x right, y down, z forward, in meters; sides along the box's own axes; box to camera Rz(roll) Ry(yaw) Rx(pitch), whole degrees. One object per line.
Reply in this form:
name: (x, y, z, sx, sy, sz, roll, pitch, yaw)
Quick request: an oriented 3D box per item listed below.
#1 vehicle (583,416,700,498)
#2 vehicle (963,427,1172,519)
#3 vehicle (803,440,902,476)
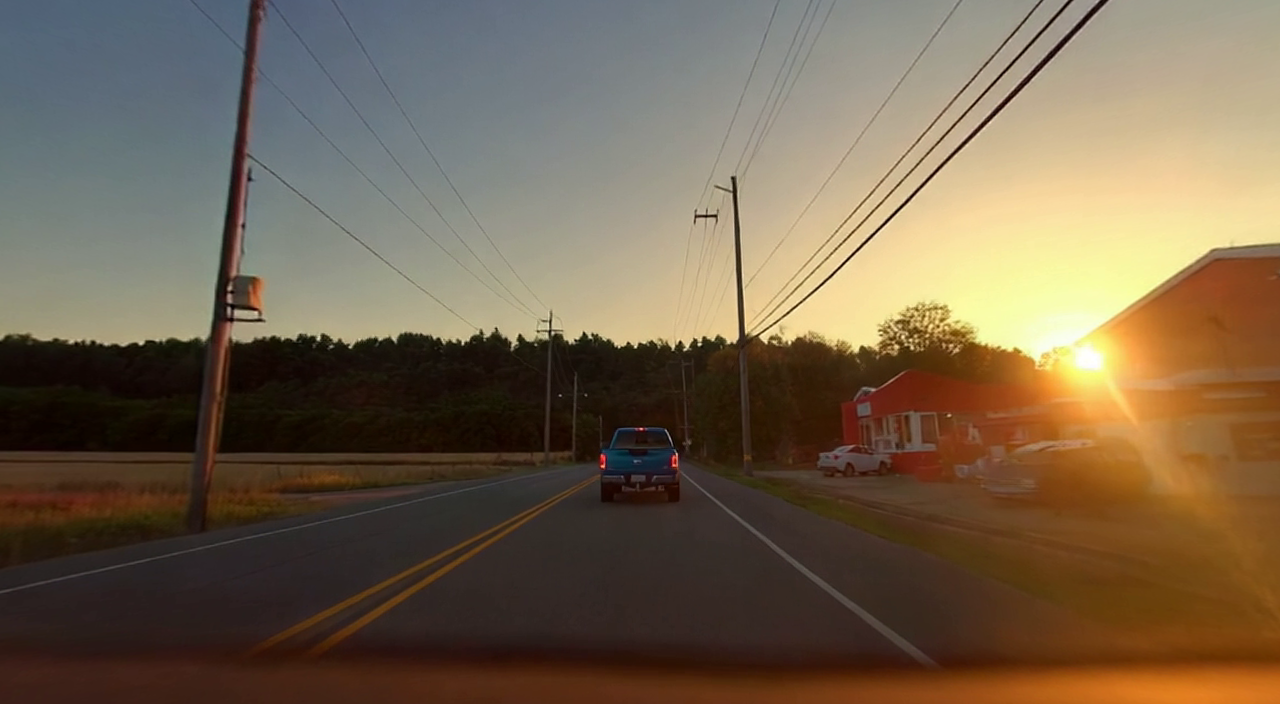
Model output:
vehicle: (0.090, 3.171, 19.541, 2.921, 2.031, 7.416, 0, -8, 1)
vehicle: (11.384, 3.071, 16.692, 5.776, 1.936, 2.535, 6, -8, -34)
vehicle: (11.360, 5.572, 33.630, 5.304, 1.754, 2.340, 6, -11, -37)
